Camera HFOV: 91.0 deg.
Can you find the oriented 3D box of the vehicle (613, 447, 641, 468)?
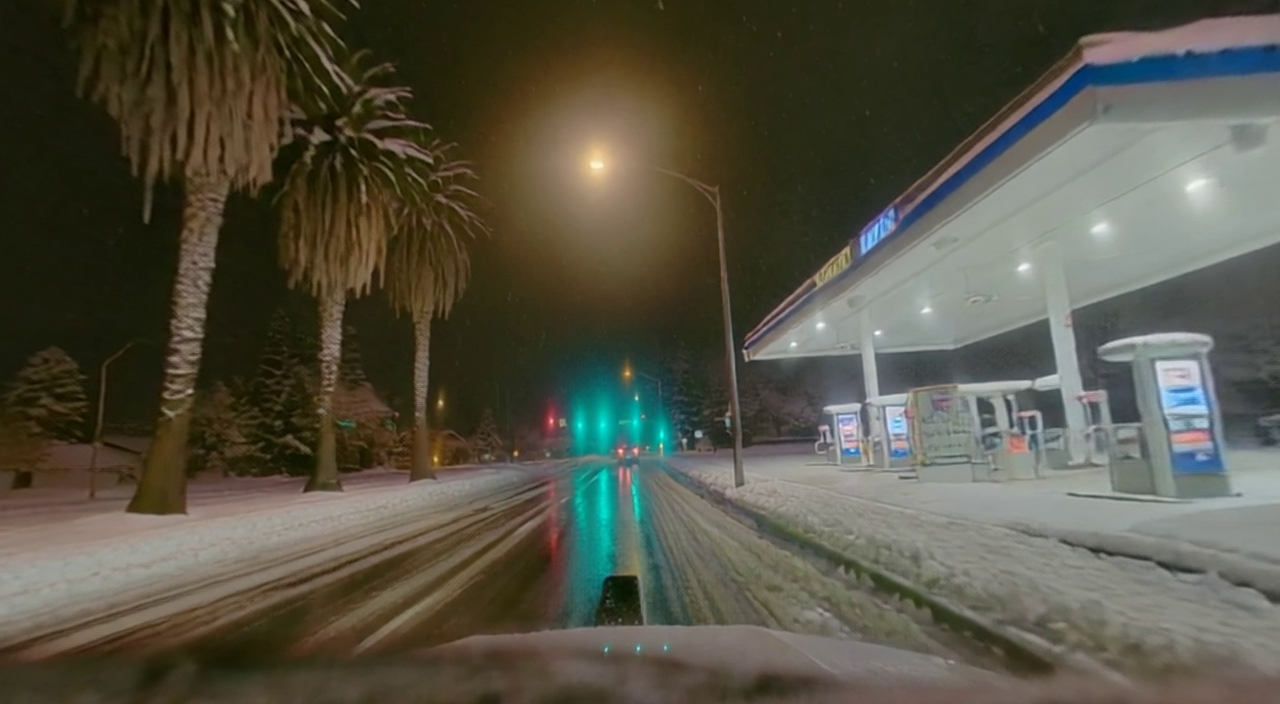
[{"bbox_3d":[-0.952,7.903,47.411,2.050,1.509,4.148,0,-8,0],"label":"vehicle"}]
